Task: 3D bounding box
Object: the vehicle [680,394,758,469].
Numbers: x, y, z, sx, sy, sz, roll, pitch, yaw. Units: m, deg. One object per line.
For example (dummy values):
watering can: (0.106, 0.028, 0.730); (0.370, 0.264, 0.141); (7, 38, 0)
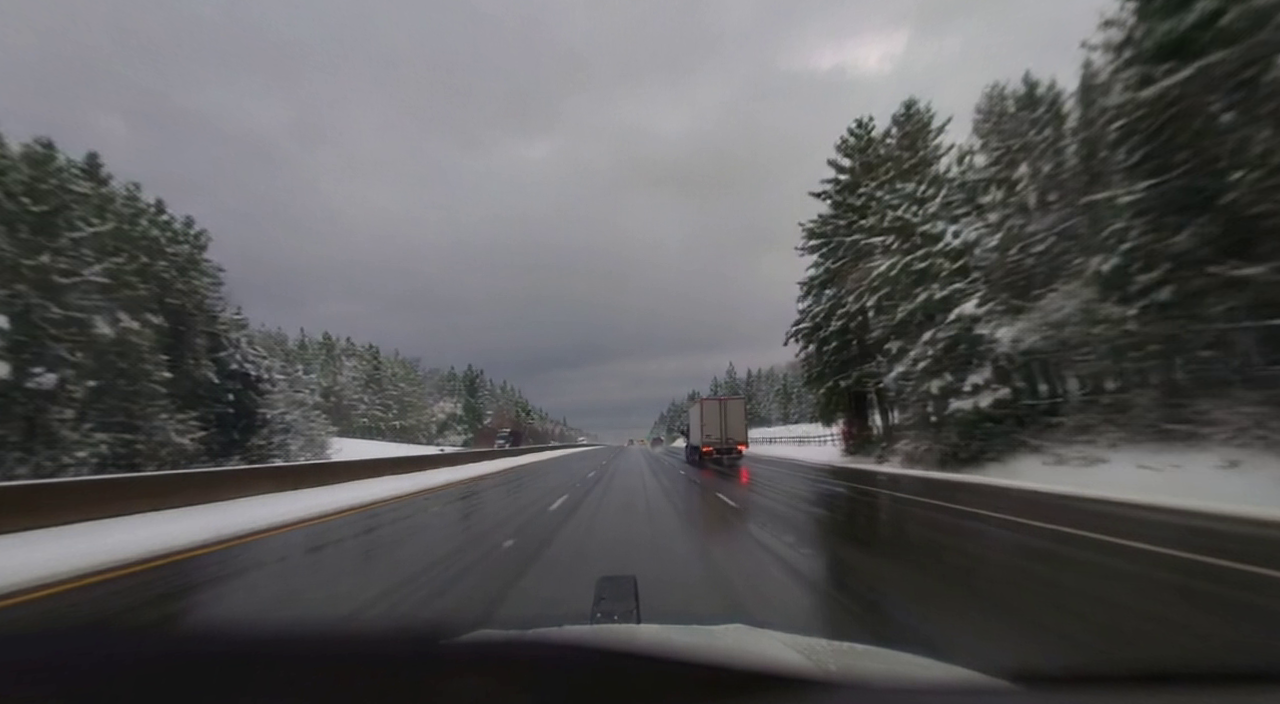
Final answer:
vehicle: (3.807, 4.118, 32.309); (2.766, 3.349, 7.796); (0, -8, -1)
